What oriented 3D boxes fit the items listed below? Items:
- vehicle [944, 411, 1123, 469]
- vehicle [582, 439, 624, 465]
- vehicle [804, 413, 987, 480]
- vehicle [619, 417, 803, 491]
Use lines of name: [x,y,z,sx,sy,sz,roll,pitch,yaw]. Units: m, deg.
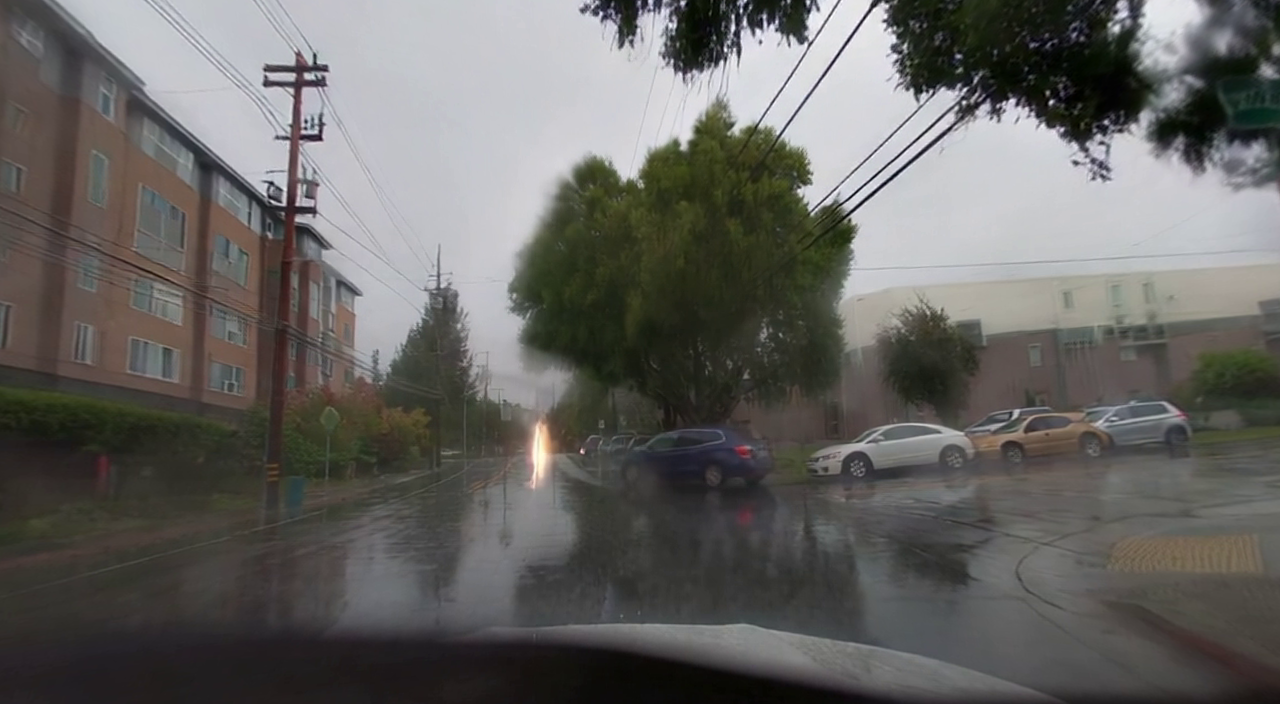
vehicle: [12.915,2.913,20.861,4.830,1.490,1.878,-2,-11,-11]
vehicle: [-2.328,6.158,38.874,1.918,1.475,4.060,2,-9,-12]
vehicle: [7.907,2.979,19.775,4.877,1.755,1.918,-1,-11,-11]
vehicle: [1.983,2.932,18.331,4.790,1.872,2.155,-6,-10,33]
